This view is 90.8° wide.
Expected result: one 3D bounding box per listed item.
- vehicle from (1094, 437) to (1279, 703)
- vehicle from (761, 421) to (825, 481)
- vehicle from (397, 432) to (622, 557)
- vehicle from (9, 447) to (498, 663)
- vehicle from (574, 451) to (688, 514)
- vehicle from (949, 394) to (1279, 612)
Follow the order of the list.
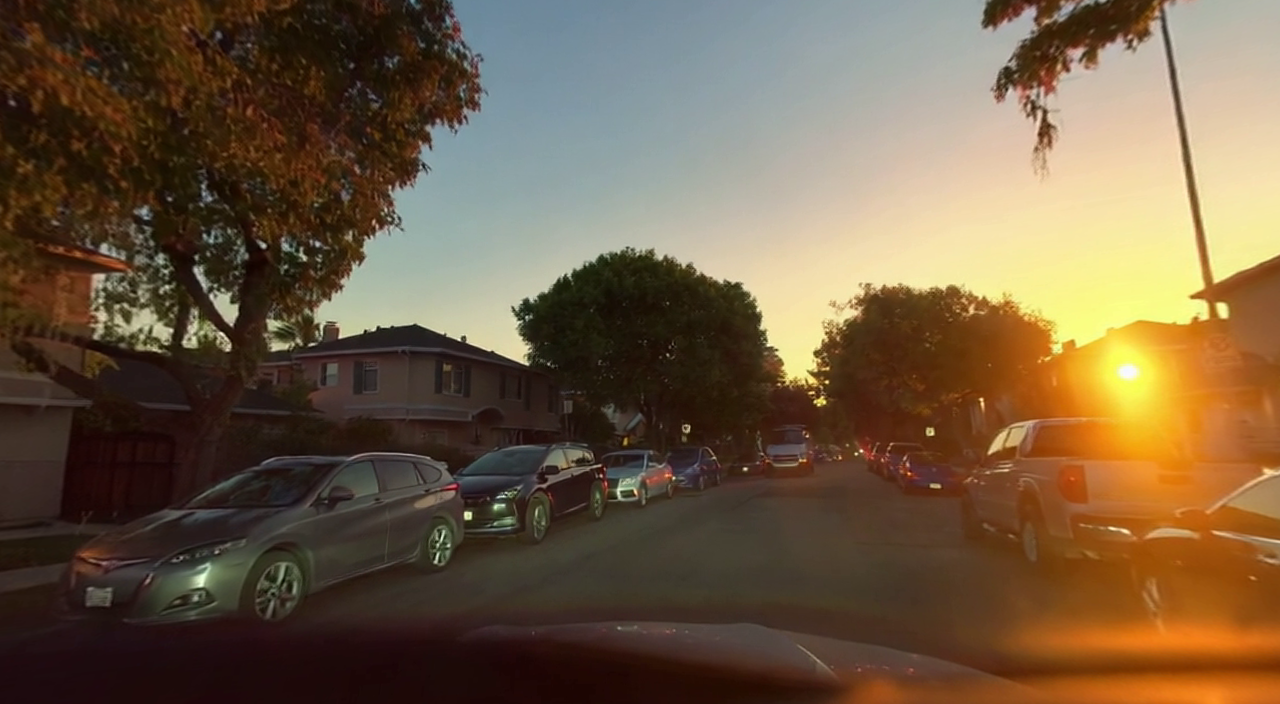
[{"bbox_3d":[4.279,1.128,2.929,1.992,1.456,4.610,-2,-9,16],"label":"vehicle"},{"bbox_3d":[8.401,5.299,34.181,2.716,2.887,6.781,-2,-9,18],"label":"vehicle"},{"bbox_3d":[-2.083,2.504,12.026,2.203,1.815,4.972,-2,-9,14],"label":"vehicle"},{"bbox_3d":[-3.482,1.815,6.936,1.855,1.510,4.406,-2,-9,15],"label":"vehicle"},{"bbox_3d":[-0.076,3.593,17.957,1.861,1.474,4.749,-3,-9,17],"label":"vehicle"},{"bbox_3d":[5.688,1.691,8.059,2.182,1.900,4.779,-2,-9,15],"label":"vehicle"}]
